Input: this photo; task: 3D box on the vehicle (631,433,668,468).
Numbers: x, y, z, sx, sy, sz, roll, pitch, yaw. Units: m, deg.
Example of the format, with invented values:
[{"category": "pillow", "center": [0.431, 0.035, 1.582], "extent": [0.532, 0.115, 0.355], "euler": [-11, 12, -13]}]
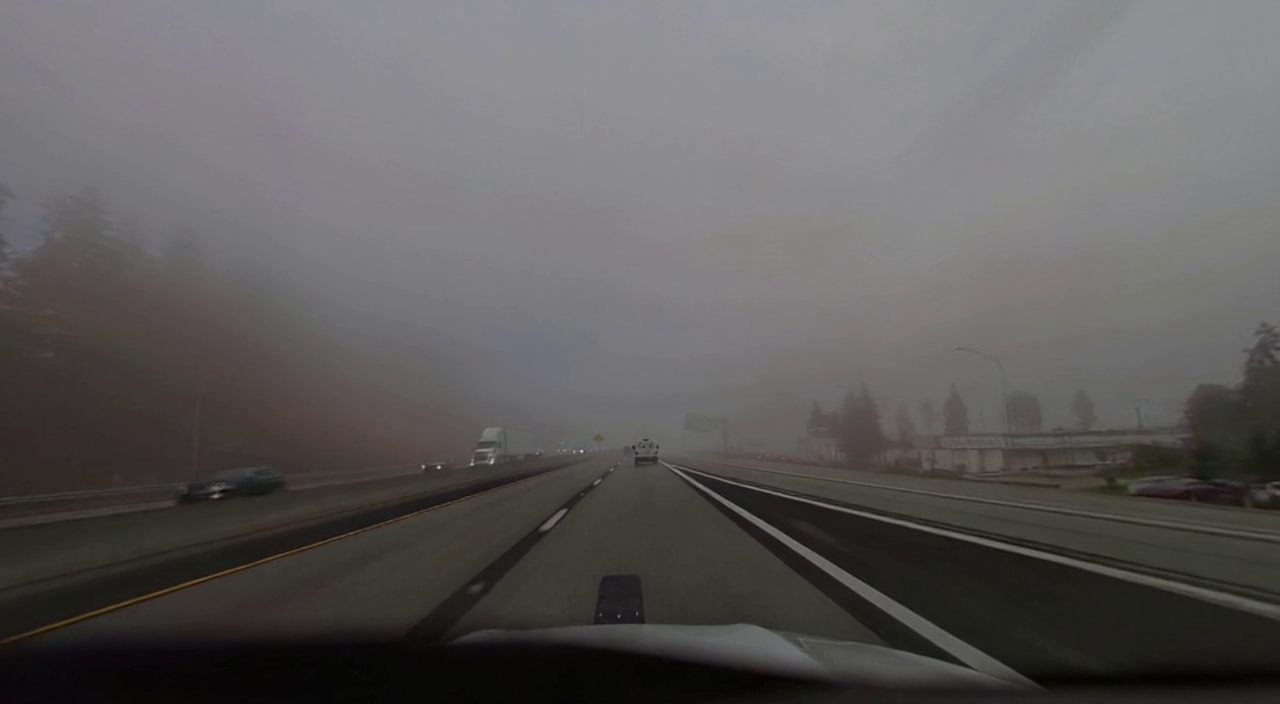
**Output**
[{"category": "vehicle", "center": [0.606, 6.321, 40.289], "extent": [2.268, 2.122, 4.595], "euler": [-1, -9, 1]}]
